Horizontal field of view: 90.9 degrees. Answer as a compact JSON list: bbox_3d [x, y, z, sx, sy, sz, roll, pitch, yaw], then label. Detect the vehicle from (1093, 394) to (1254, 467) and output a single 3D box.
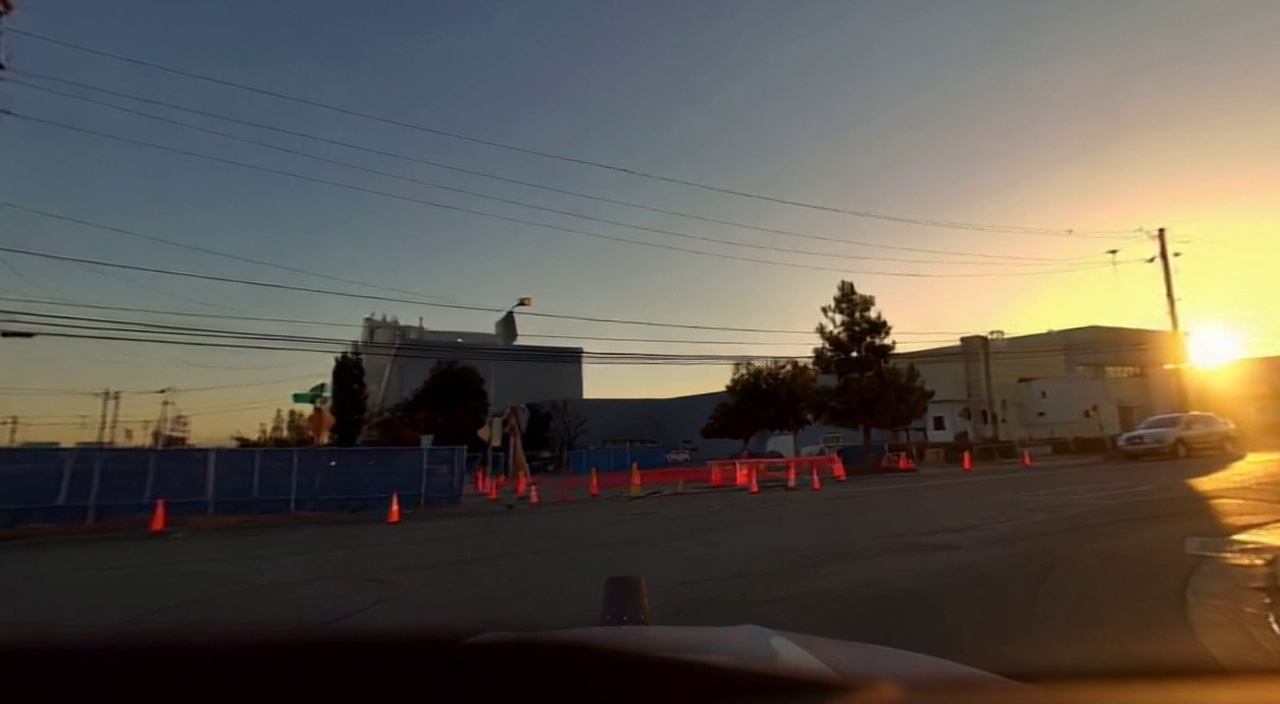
[{"bbox_3d":[26.598,4.013,31.352,8.300,3.218,2.790,4,-12,-27],"label":"vehicle"}]
